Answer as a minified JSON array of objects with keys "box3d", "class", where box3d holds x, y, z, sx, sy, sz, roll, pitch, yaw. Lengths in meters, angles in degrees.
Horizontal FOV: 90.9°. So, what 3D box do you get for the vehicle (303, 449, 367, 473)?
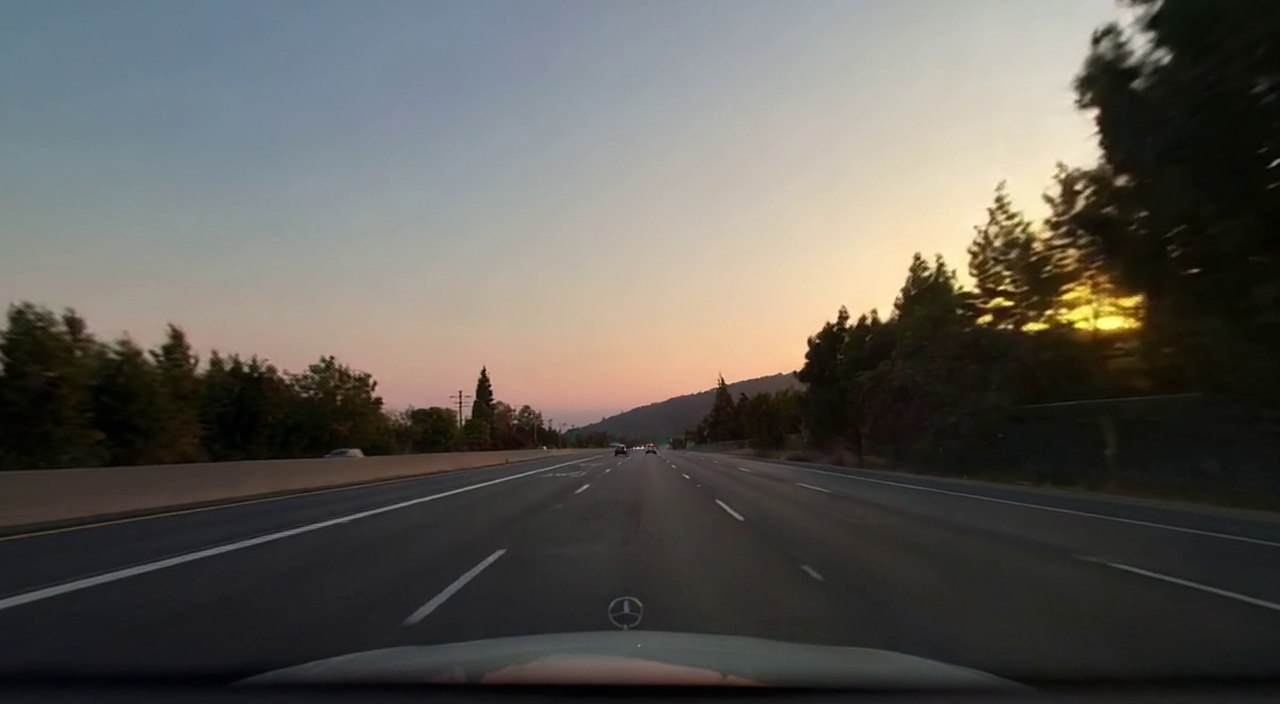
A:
[{"box3d":[-21.113,7.545,43.848,1.824,1.558,5.076,0,-8,1],"class":"vehicle"}]
